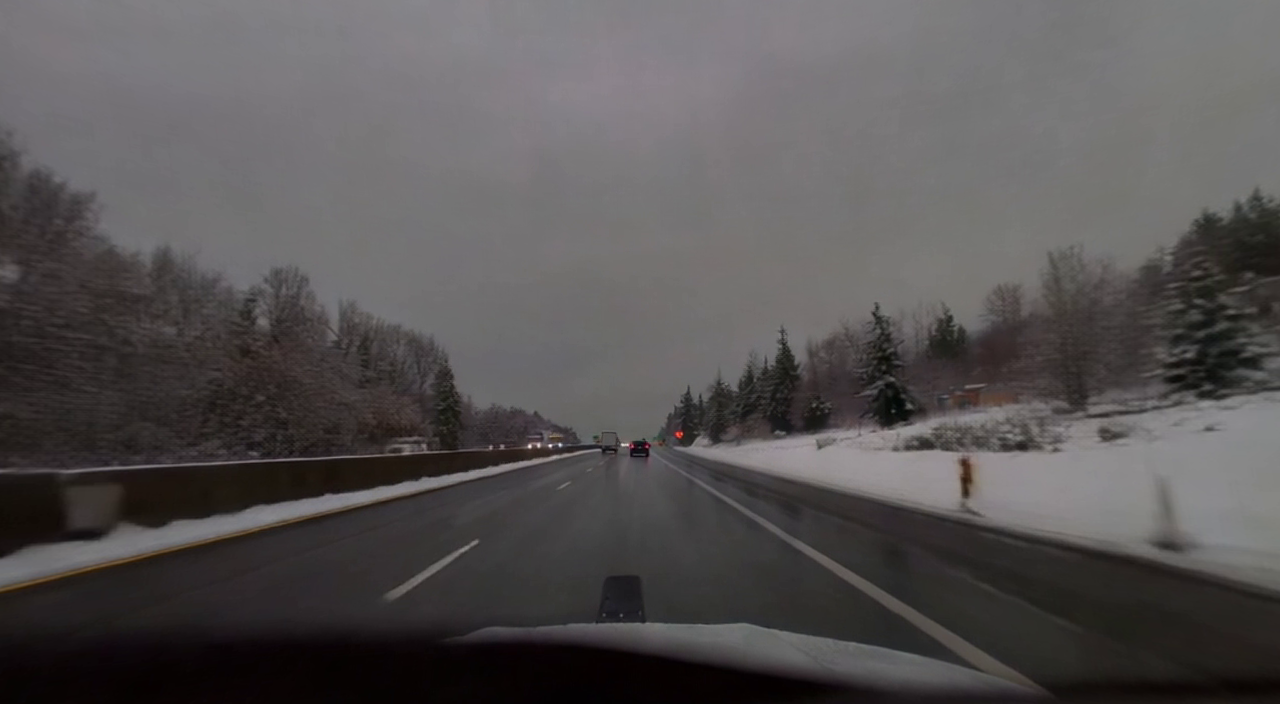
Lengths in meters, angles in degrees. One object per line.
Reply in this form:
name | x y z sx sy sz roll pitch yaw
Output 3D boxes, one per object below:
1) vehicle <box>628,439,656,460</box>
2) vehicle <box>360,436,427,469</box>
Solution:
vehicle | 0.127 7.381 47.710 2.030 1.523 4.114 0 -8 0
vehicle | -14.994 6.159 38.652 2.040 1.854 4.987 0 -8 0
